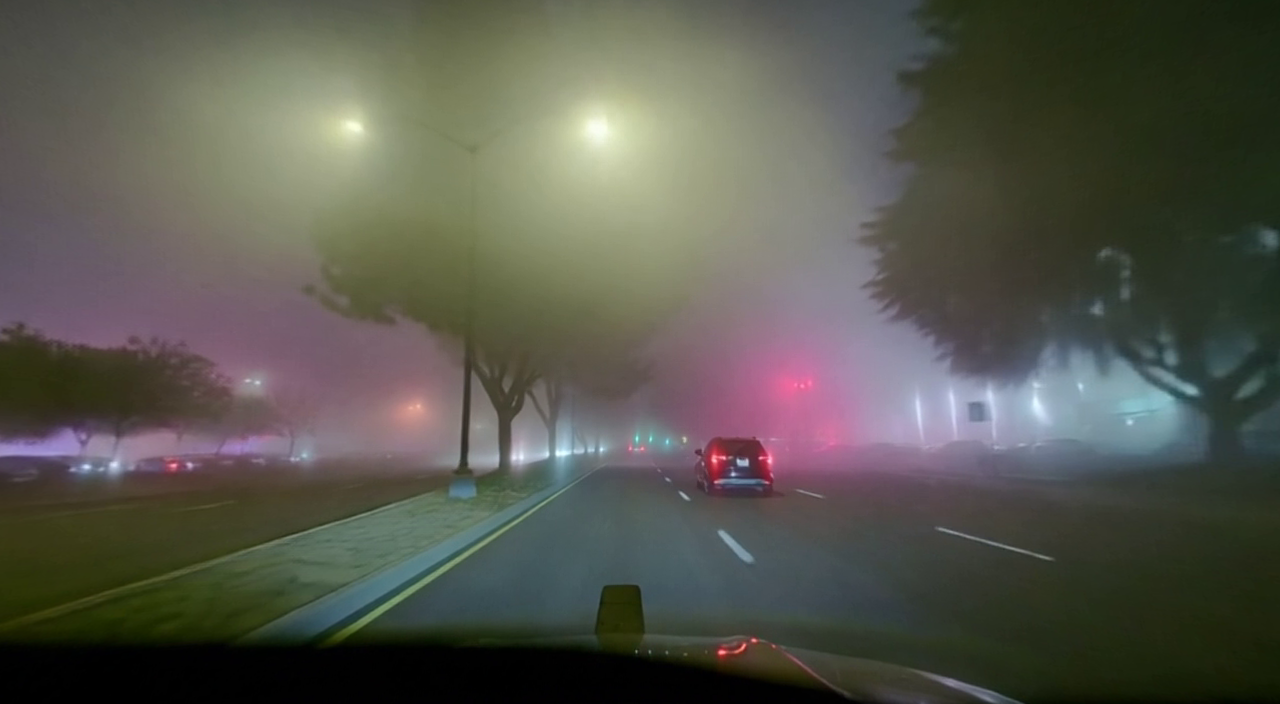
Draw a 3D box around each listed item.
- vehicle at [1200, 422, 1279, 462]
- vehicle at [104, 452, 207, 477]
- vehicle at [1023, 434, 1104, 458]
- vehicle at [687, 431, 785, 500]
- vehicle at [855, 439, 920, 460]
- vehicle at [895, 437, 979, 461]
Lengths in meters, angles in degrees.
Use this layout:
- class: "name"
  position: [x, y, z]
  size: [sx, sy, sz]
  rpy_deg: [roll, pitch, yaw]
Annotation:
- class: "vehicle"
  position: [32.195, 4.618, 32.339]
  size: [4.867, 1.962, 2.172]
  rpy_deg: [0, -8, 1]
- class: "vehicle"
  position: [-29.979, 6.960, 39.194]
  size: [4.671, 1.472, 2.076]
  rpy_deg: [0, -8, 2]
- class: "vehicle"
  position: [32.515, 7.240, 48.568]
  size: [4.671, 1.618, 1.998]
  rpy_deg: [-2, -8, 0]
- class: "vehicle"
  position: [2.507, 3.100, 17.642]
  size: [1.963, 1.677, 4.229]
  rpy_deg: [0, -8, -2]
- class: "vehicle"
  position: [19.486, 7.659, 49.827]
  size: [4.227, 1.567, 2.034]
  rpy_deg: [0, -8, 0]
- class: "vehicle"
  position: [19.599, 6.404, 41.856]
  size: [4.584, 1.503, 1.942]
  rpy_deg: [0, -8, 0]
